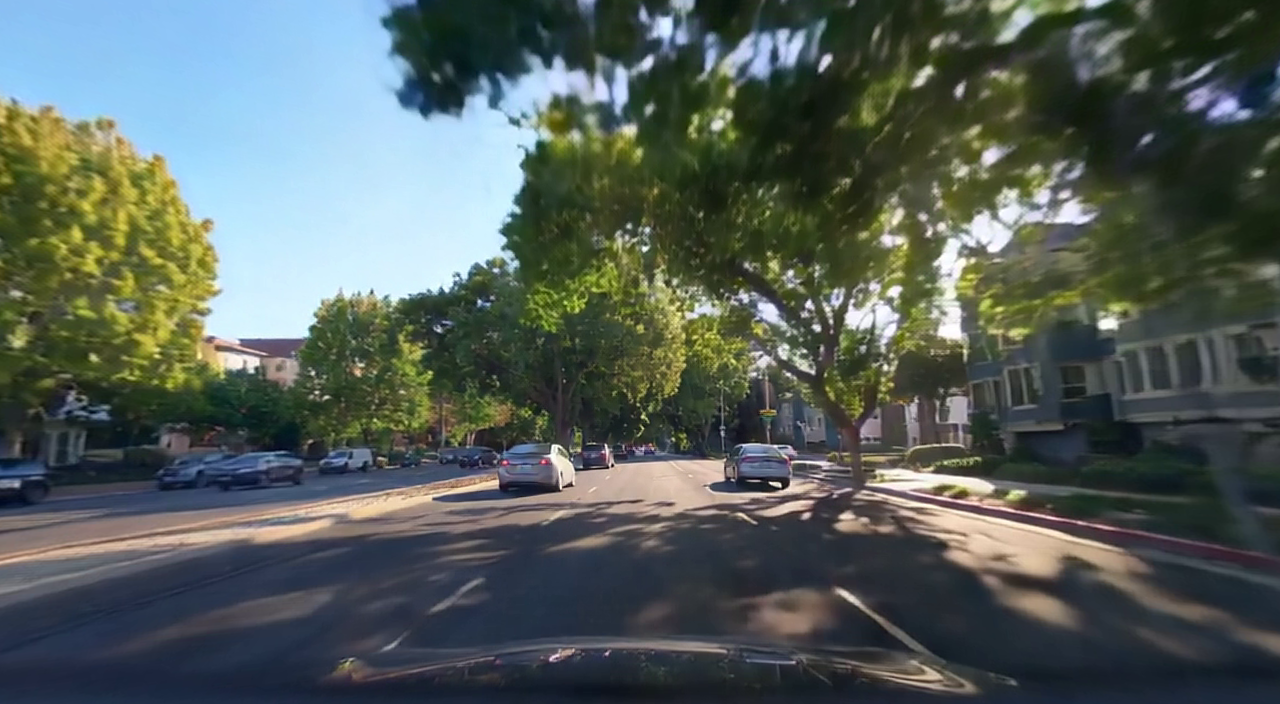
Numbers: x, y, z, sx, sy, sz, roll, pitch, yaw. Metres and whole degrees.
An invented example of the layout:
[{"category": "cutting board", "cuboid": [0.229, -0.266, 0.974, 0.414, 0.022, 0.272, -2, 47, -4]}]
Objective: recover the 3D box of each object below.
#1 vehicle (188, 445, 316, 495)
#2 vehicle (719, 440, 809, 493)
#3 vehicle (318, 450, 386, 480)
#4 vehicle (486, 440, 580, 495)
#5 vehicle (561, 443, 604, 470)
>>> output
[{"category": "vehicle", "cuboid": [-15.625, 4.736, 25.778, 2.012, 1.813, 4.910, 0, -8, 1]}, {"category": "vehicle", "cuboid": [3.882, 3.650, 20.541, 2.010, 1.486, 4.498, 1, -8, 0]}, {"category": "vehicle", "cuboid": [-21.991, 8.605, 48.360, 2.928, 2.070, 4.368, 0, -8, 3]}, {"category": "vehicle", "cuboid": [-3.159, 3.499, 19.591, 2.053, 1.480, 4.381, 0, -8, 1]}, {"category": "vehicle", "cuboid": [-3.381, 6.216, 37.658, 1.988, 1.497, 4.404, 0, -8, 2]}]
